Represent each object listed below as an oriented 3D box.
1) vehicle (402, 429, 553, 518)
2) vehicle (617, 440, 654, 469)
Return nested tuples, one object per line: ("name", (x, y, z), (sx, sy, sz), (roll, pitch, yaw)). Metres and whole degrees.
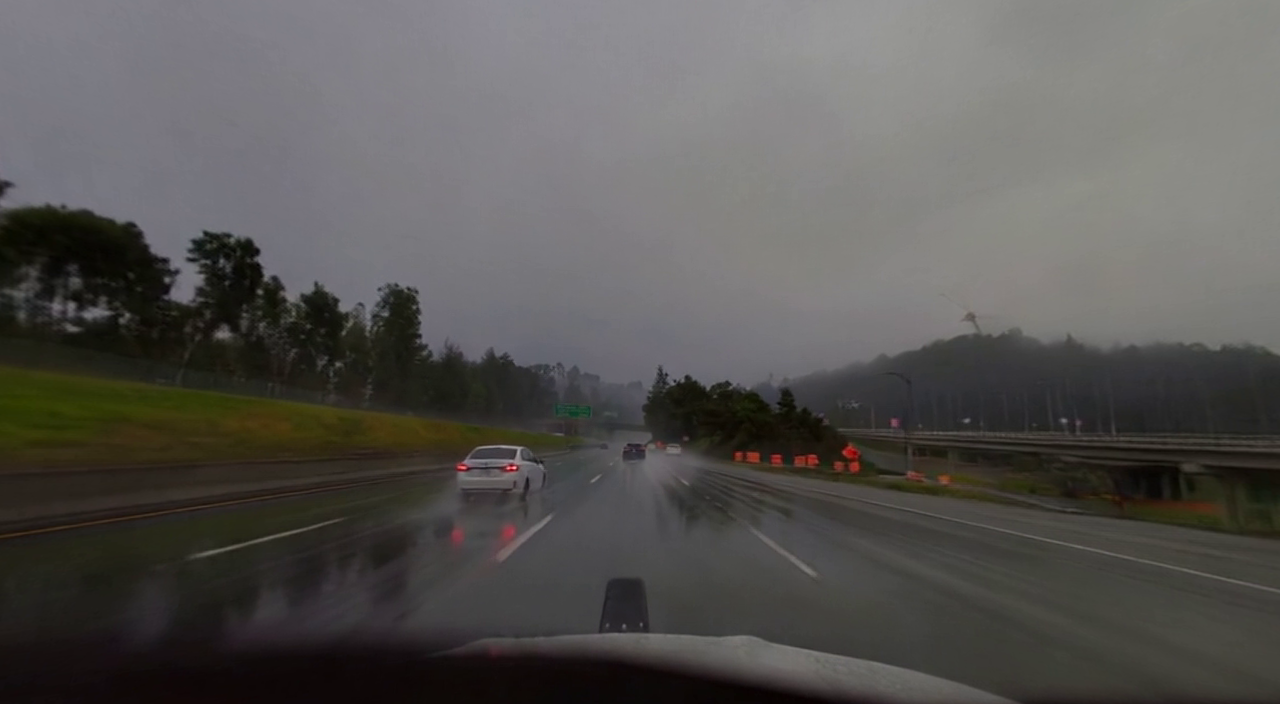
("vehicle", (-3.422, 2.652, 14.366), (2.114, 1.650, 4.730), (0, -8, 1))
("vehicle", (-0.328, 6.862, 42.275), (2.328, 1.805, 4.502), (0, -8, -2))
